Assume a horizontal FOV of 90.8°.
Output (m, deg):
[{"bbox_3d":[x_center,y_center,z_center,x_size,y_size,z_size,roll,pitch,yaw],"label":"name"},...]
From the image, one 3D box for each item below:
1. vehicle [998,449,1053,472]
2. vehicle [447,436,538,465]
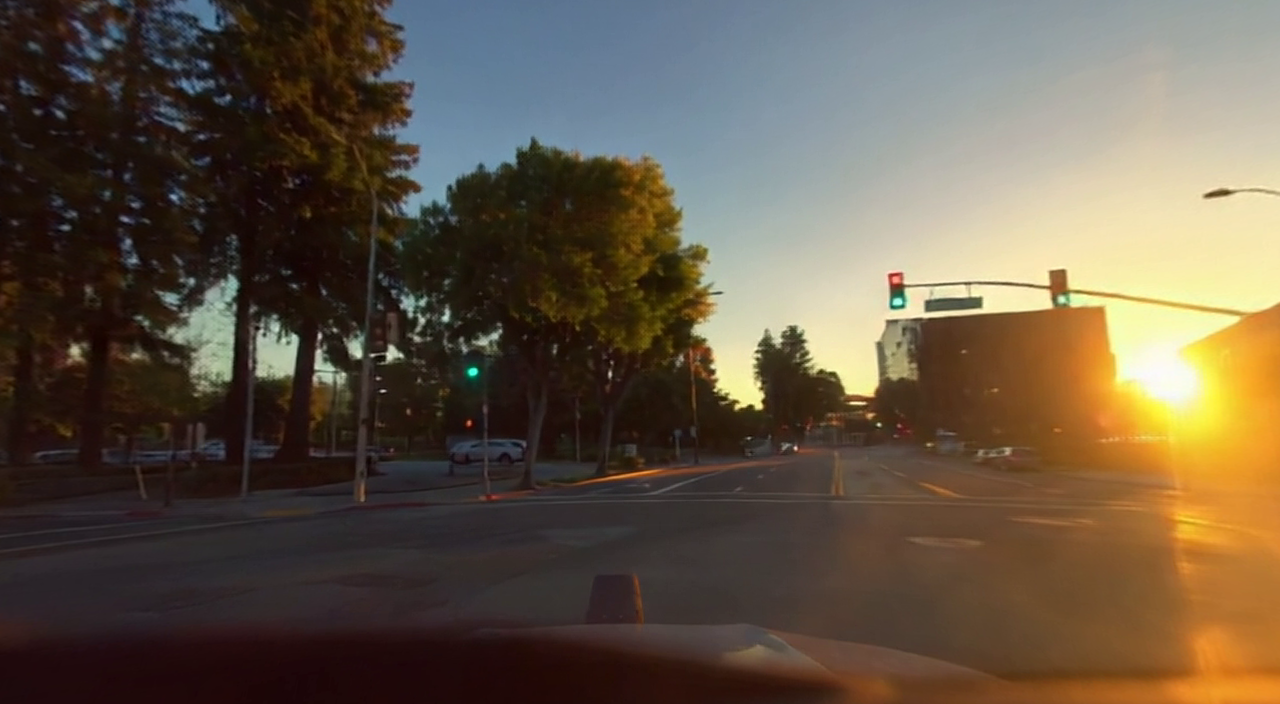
[{"bbox_3d":[25.788,7.240,42.443,1.893,1.454,4.483,-2,-9,15],"label":"vehicle"},{"bbox_3d":[-8.572,5.711,36.776,4.765,1.593,1.891,-2,-9,13],"label":"vehicle"}]
